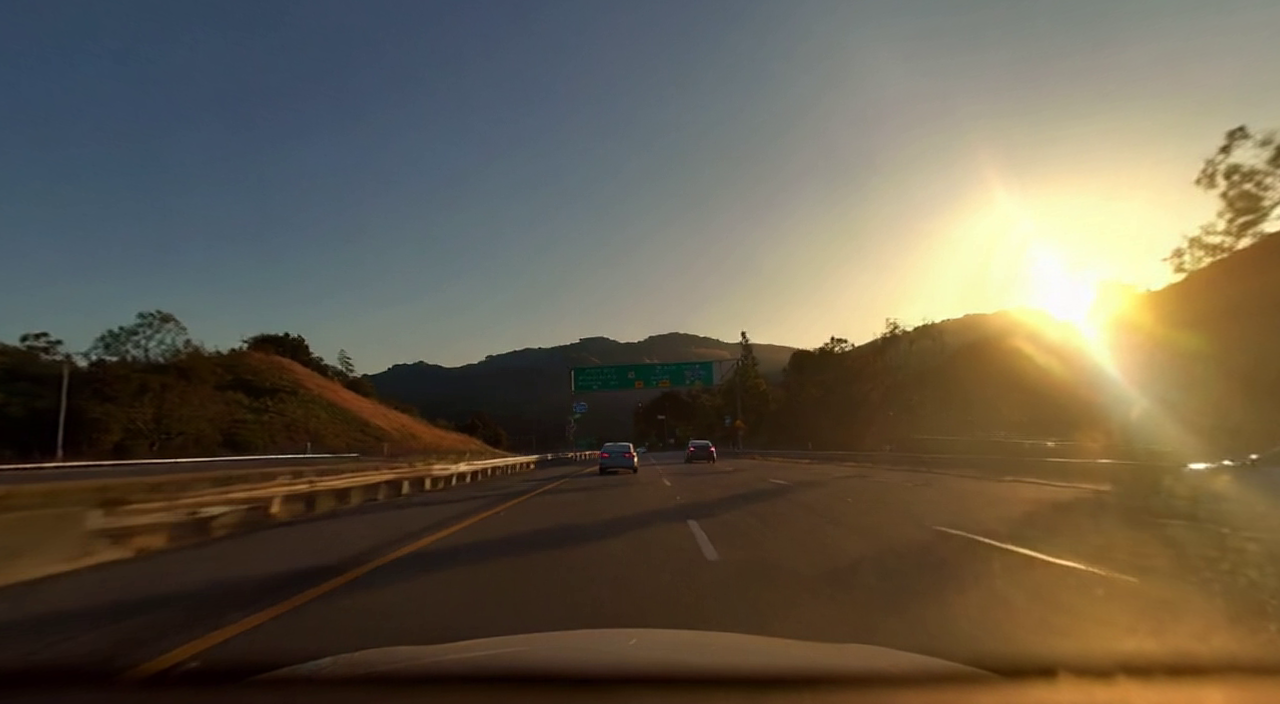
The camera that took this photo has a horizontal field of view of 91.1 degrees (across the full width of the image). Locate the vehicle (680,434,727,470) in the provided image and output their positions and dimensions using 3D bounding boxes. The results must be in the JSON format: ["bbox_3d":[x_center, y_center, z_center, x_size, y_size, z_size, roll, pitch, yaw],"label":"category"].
[{"bbox_3d":[3.248,5.230,32.986,2.063,1.698,4.355,0,-8,0],"label":"vehicle"}]

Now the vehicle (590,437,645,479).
[{"bbox_3d":[-0.830,4.326,25.908,2.050,1.546,4.344,0,-8,1],"label":"vehicle"}]
